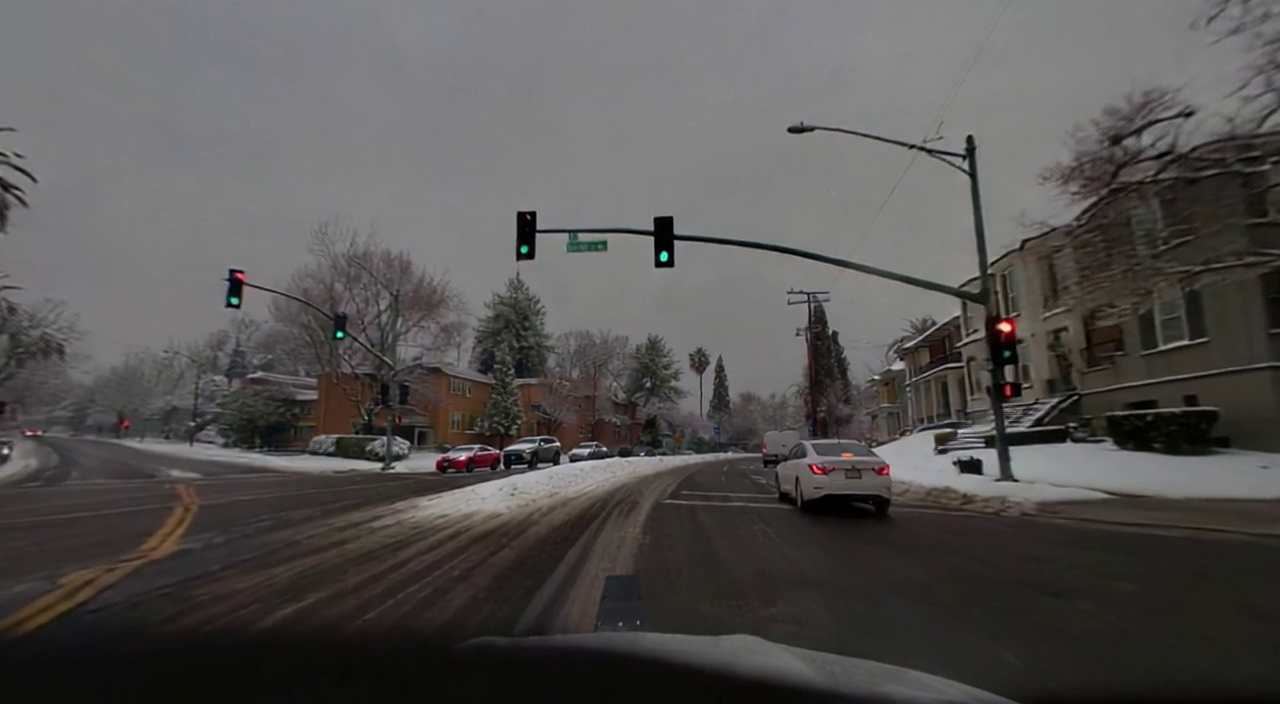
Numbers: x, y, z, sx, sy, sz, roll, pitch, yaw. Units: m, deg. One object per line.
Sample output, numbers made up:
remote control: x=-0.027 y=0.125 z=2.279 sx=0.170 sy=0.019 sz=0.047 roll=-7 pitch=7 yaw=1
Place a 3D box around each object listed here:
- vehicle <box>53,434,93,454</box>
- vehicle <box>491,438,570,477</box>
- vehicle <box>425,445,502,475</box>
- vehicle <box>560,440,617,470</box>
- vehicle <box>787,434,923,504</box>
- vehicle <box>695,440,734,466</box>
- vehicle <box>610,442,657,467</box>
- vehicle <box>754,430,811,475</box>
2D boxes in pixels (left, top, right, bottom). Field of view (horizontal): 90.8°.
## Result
vehicle: x=-42.533 y=6.895 z=47.319 sx=2.013 sy=1.442 sz=4.173 roll=7 pitch=-11 yaw=-42
vehicle: x=-5.085 y=4.961 z=30.134 sx=1.959 sy=1.515 sz=4.668 roll=-2 pitch=-6 yaw=14
vehicle: x=-8.582 y=5.245 z=31.013 sx=1.891 sy=1.358 sz=3.828 roll=-2 pitch=-9 yaw=16
vehicle: x=-2.916 y=5.928 z=36.649 sx=1.852 sy=1.498 sz=4.238 roll=-5 pitch=-9 yaw=16
vehicle: x=5.377 y=2.976 z=16.546 sx=2.096 sy=1.552 sz=4.519 roll=0 pitch=-8 yaw=2
vehicle: x=4.805 y=6.434 z=40.450 sx=1.923 sy=1.576 sz=4.026 roll=-2 pitch=-9 yaw=14
vehicle: x=-0.418 y=7.468 z=46.268 sx=2.081 sy=1.453 sz=4.698 roll=-5 pitch=-7 yaw=16
vehicle: x=6.725 y=4.787 z=30.298 sx=2.109 sy=2.002 sz=4.424 roll=-1 pitch=-8 yaw=6
